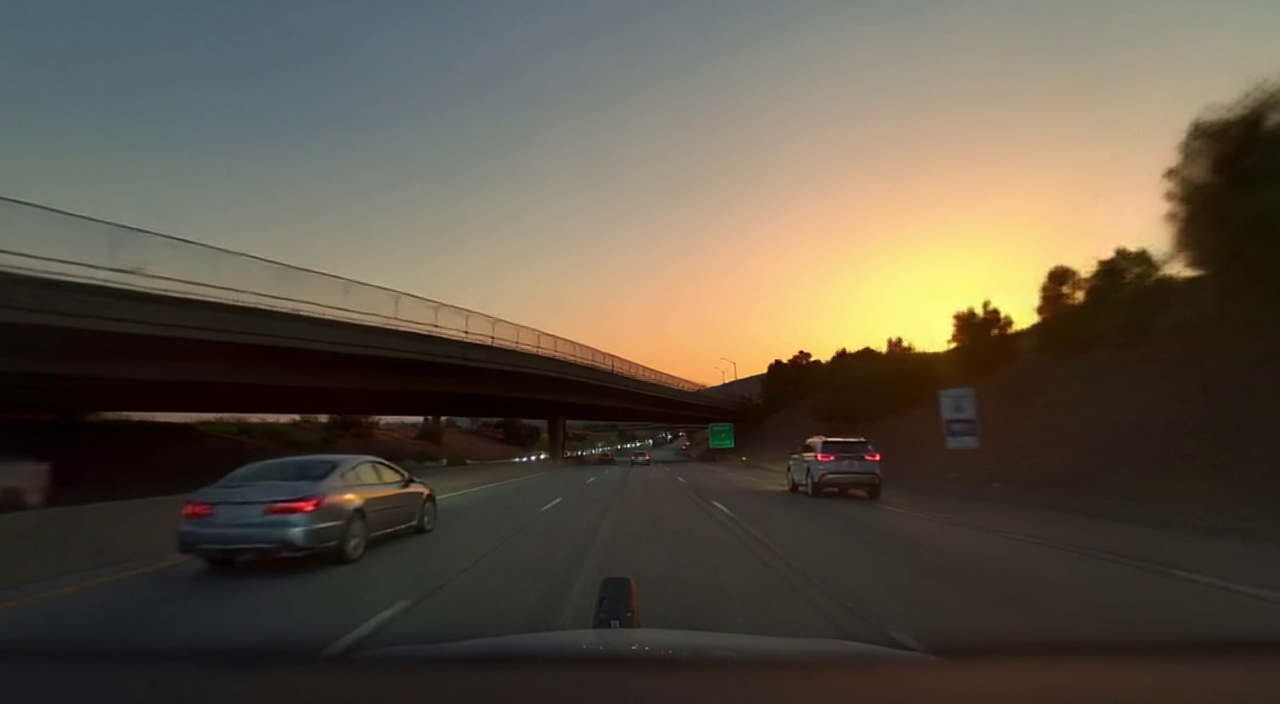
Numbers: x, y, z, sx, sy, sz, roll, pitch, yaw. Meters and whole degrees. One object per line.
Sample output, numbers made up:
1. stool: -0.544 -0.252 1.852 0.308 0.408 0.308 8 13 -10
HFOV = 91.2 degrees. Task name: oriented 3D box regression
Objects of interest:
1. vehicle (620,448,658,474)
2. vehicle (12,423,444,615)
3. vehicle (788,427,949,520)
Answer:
1. vehicle: -0.029 6.903 39.882 1.969 1.595 3.964 -1 -9 6
2. vehicle: -4.198 1.754 7.503 2.084 1.594 4.219 -1 -9 4
3. vehicle: 4.704 2.575 13.695 2.143 1.667 4.221 -1 -9 4
